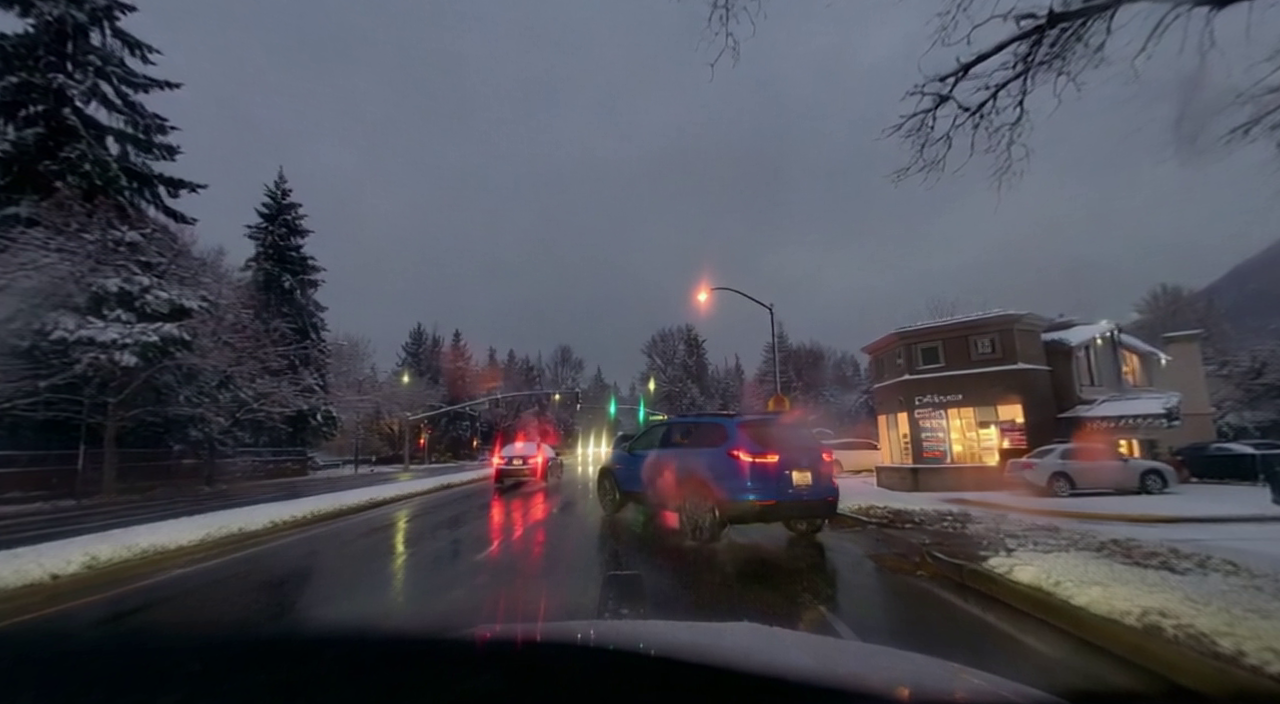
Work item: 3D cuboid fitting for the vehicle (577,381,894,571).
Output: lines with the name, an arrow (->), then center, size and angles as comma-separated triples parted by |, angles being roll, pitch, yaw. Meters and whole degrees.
vehicle -> 0.987, 1.653, 9.093 | 2.052, 1.955, 4.642 | 5, -10, -29

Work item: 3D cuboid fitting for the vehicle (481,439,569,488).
vehicle -> -3.722, 3.689, 21.178 | 2.026, 1.466, 4.282 | 0, -8, 2

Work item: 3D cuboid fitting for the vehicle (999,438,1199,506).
vehicle -> 12.245, 3.201, 16.960 | 3.871, 1.525, 1.835 | -3, -9, 0
